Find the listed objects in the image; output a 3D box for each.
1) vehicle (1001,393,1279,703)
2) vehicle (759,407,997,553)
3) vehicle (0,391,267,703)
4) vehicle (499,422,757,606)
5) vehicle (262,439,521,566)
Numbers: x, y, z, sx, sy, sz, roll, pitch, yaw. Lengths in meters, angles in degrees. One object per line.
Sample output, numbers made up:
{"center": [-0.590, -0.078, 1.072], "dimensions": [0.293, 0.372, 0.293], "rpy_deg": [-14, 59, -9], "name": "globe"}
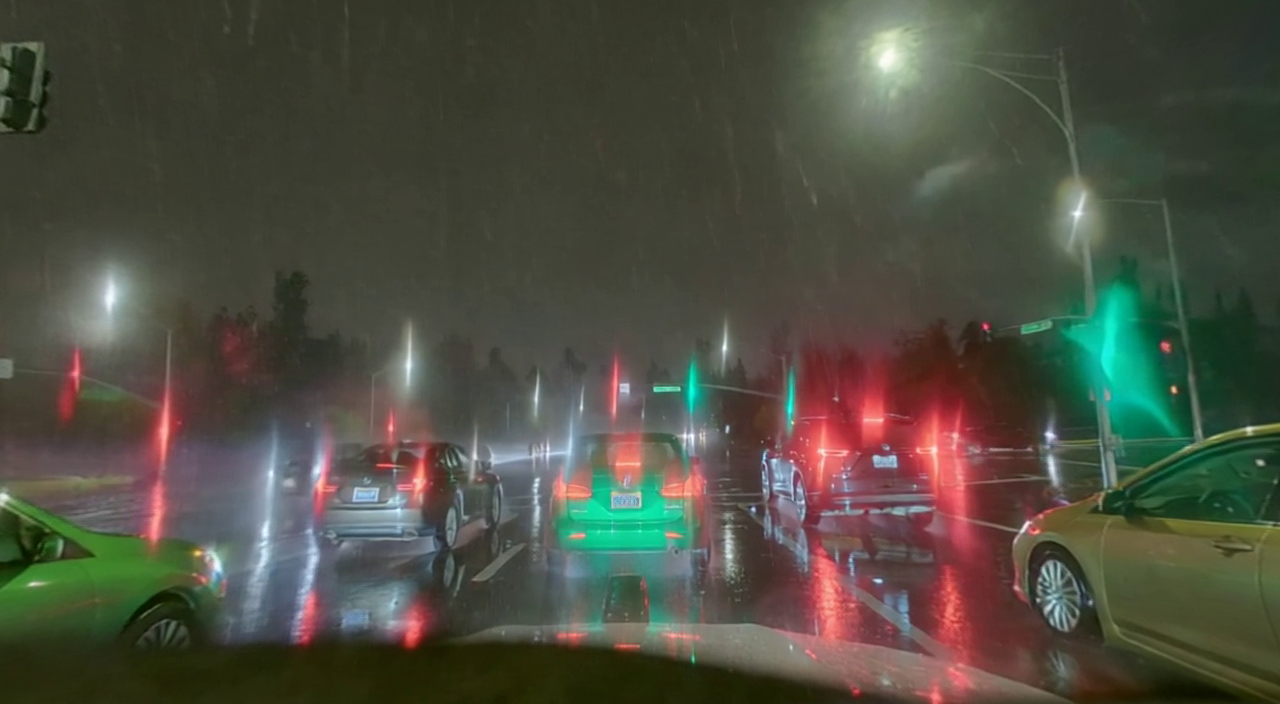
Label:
{"center": [3.942, 0.974, 3.099], "dimensions": [1.800, 1.519, 4.198], "rpy_deg": [0, -8, 0], "name": "vehicle"}
{"center": [3.300, 1.866, 9.818], "dimensions": [1.992, 1.744, 4.183], "rpy_deg": [0, -8, -1], "name": "vehicle"}
{"center": [-3.483, 0.847, 1.836], "dimensions": [2.016, 1.547, 4.414], "rpy_deg": [0, -8, 1], "name": "vehicle"}
{"center": [-0.134, 1.649, 7.363], "dimensions": [2.140, 1.499, 4.119], "rpy_deg": [0, -8, -1], "name": "vehicle"}
{"center": [-3.307, 2.072, 9.543], "dimensions": [1.995, 1.436, 4.373], "rpy_deg": [-1, -8, 2], "name": "vehicle"}
